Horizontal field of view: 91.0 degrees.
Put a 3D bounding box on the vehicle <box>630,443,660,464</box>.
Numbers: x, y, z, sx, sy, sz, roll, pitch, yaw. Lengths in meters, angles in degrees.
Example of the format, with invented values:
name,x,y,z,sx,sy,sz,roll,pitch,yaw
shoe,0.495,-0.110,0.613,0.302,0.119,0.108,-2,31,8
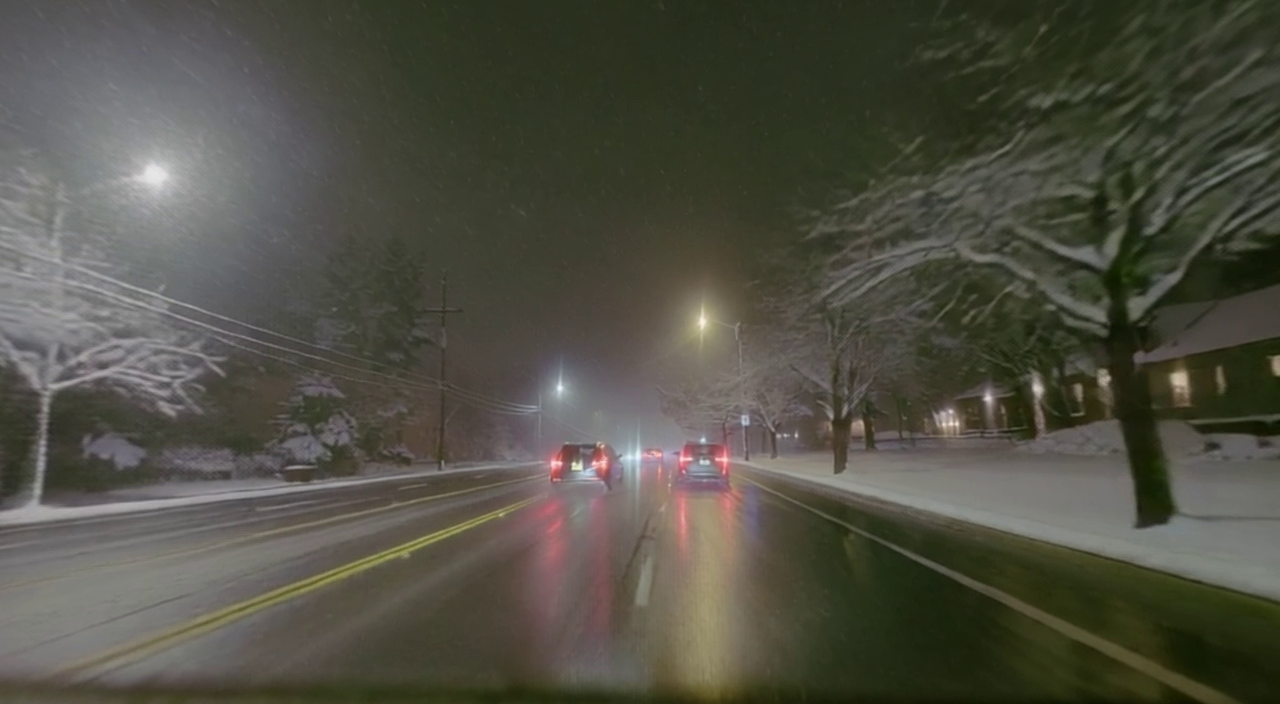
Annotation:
name,x,y,z,sx,sy,sz,roll,pitch,yaw
vehicle,0.428,7.642,47.611,2.114,1.500,3.912,0,-8,3

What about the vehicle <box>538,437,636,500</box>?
name,x,y,z,sx,sy,sz,roll,pitch,yaw
vehicle,-1.283,3.111,17.281,2.030,1.467,4.403,-1,-8,4

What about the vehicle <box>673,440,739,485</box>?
name,x,y,z,sx,sy,sz,roll,pitch,yaw
vehicle,2.238,3.869,22.401,2.065,1.456,4.099,0,-8,2
